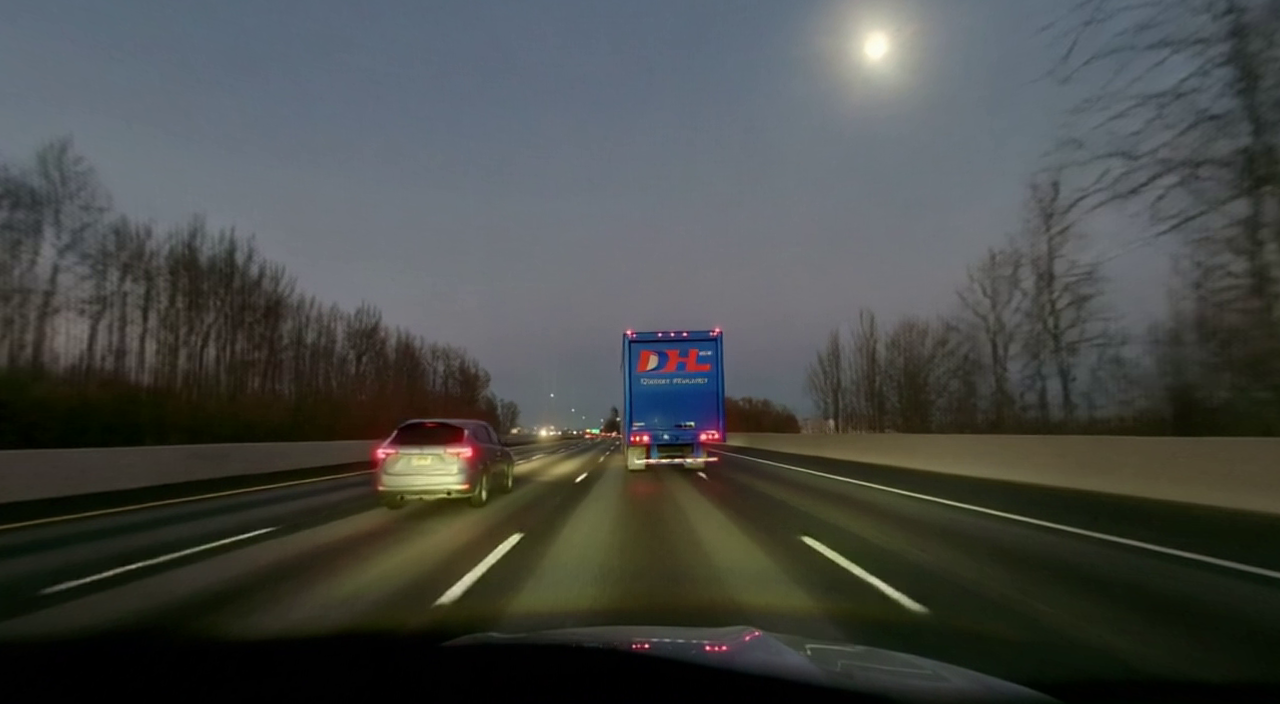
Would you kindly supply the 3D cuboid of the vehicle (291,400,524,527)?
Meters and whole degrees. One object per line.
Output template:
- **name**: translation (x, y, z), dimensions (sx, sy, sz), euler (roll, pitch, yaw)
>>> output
- **vehicle**: translation (-3.795, 1.937, 11.609), dimensions (2.394, 1.787, 5.186), euler (0, -8, -1)

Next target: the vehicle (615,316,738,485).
- **vehicle**: translation (0.714, 1.785, 20.187), dimensions (3.011, 4.211, 8.926), euler (0, -8, -3)
